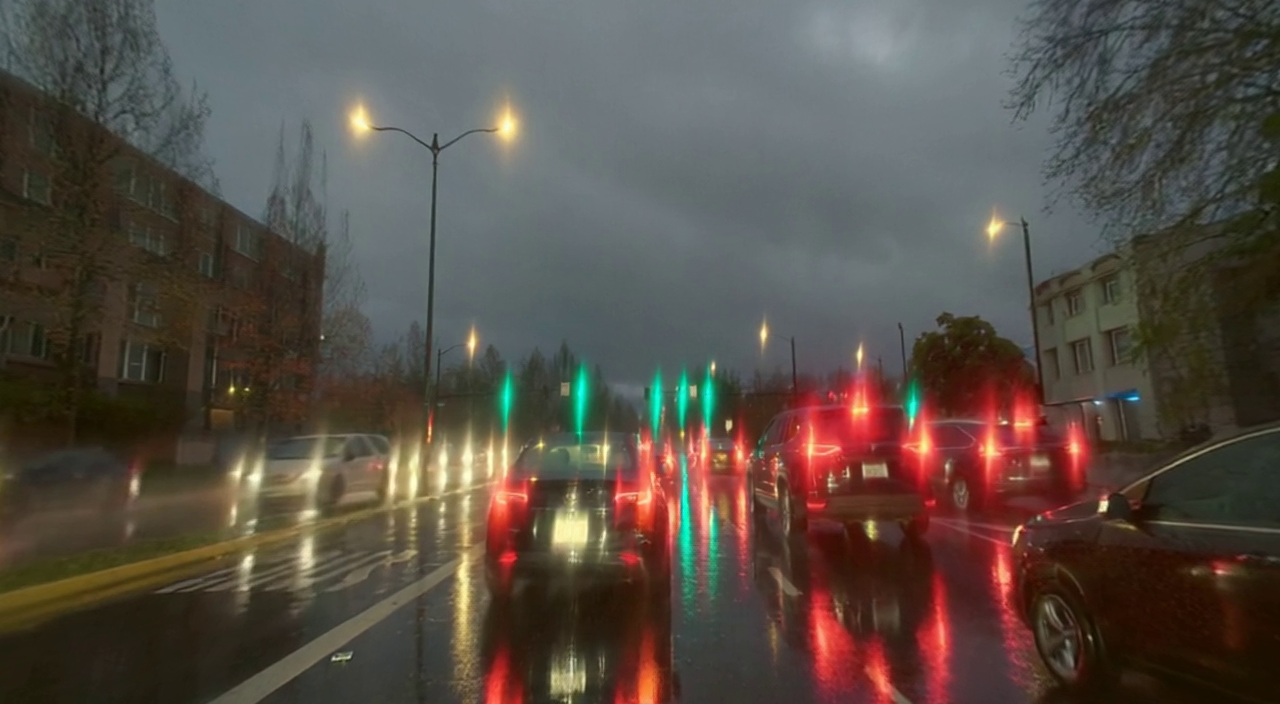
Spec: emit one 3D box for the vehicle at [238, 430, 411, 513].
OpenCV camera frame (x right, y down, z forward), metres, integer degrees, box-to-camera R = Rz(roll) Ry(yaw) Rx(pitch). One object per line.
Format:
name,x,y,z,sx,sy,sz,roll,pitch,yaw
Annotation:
vehicle,-8.668,3.305,18.009,2.111,2.002,5.330,0,-8,1

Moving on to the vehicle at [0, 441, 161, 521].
vehicle,-16.061,3.465,17.454,1.968,1.917,4.335,0,-8,0

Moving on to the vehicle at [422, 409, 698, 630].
vehicle,-0.573,1.585,6.901,2.111,1.676,4.018,0,-8,1

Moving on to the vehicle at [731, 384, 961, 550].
vehicle,3.514,2.149,12.403,2.516,2.481,5.766,0,-8,-1

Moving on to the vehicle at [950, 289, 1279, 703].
vehicle,3.172,0.776,2.126,1.982,1.960,4.427,0,-8,1
